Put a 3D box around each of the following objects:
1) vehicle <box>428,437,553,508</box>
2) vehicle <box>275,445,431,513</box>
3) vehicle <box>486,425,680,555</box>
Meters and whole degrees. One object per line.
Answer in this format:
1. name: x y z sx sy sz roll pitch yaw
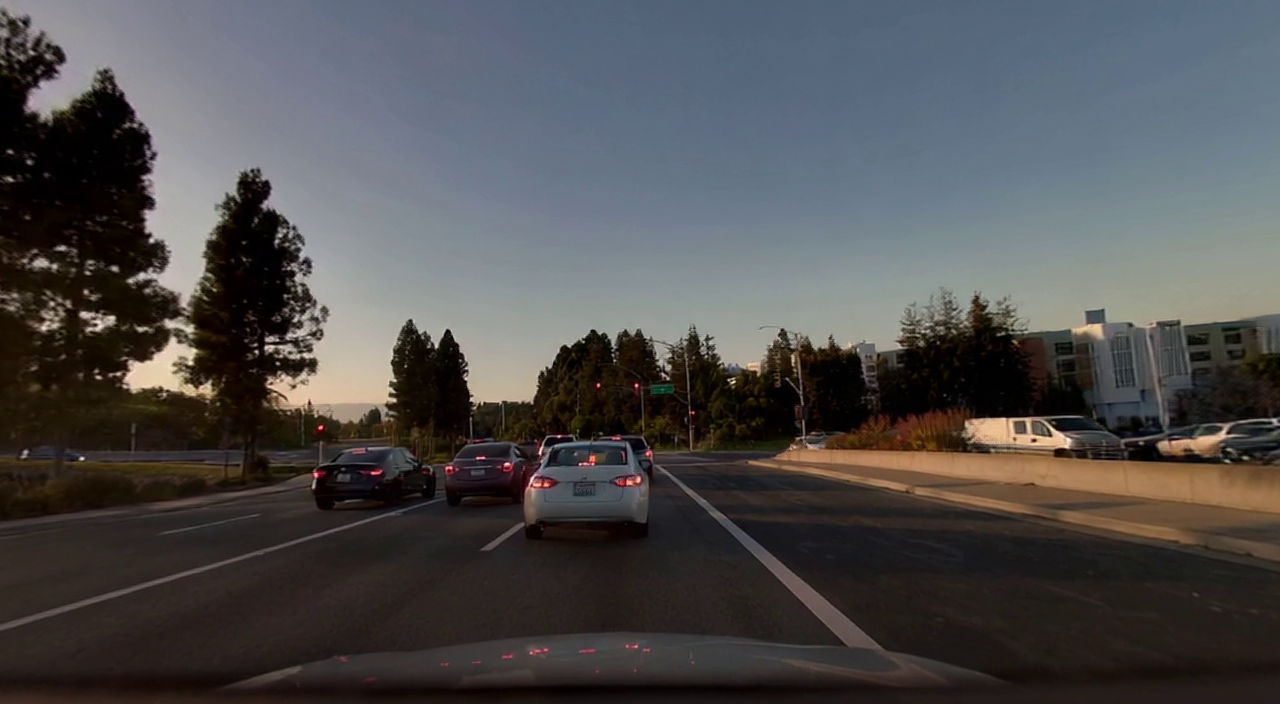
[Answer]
1. vehicle: -3.474 2.882 15.653 1.920 1.480 4.549 0 -8 1
2. vehicle: -7.025 3.111 16.084 1.852 1.458 4.422 0 -8 0
3. vehicle: -0.672 1.924 9.584 2.231 1.481 4.489 0 -8 -1
